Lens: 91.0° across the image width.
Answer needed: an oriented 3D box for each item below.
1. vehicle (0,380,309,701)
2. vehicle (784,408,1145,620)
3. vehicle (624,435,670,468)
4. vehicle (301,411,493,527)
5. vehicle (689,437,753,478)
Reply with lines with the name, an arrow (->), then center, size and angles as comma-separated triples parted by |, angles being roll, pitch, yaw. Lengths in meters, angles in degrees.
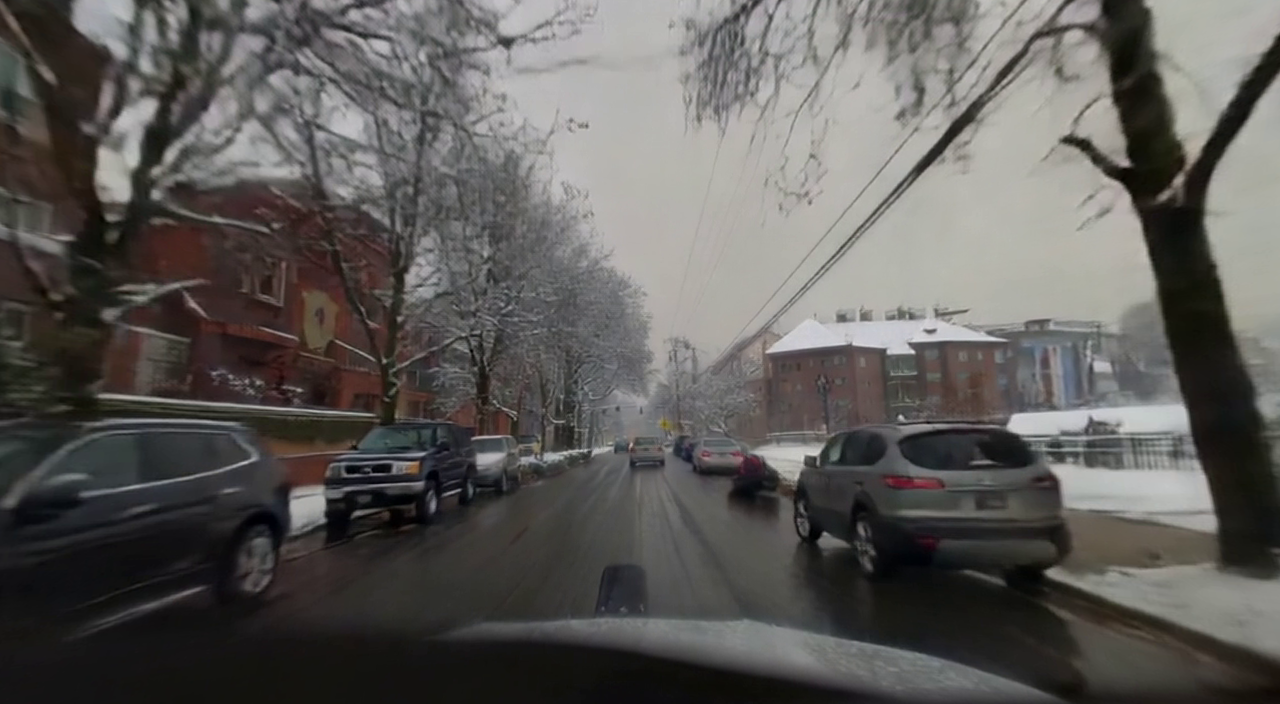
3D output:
vehicle -> -4.279, 1.032, 4.179 | 1.951, 1.662, 4.046 | 1, -4, 0
vehicle -> 3.037, 1.567, 7.096 | 1.901, 1.649, 4.118 | 0, -8, 1
vehicle -> 0.370, 4.809, 30.652 | 2.095, 1.510, 3.605 | 0, -8, 1
vehicle -> -4.597, 2.167, 12.754 | 2.022, 1.721, 4.355 | 1, -3, 2
vehicle -> 3.219, 4.267, 25.852 | 2.086, 1.498, 4.280 | 0, -8, 0
